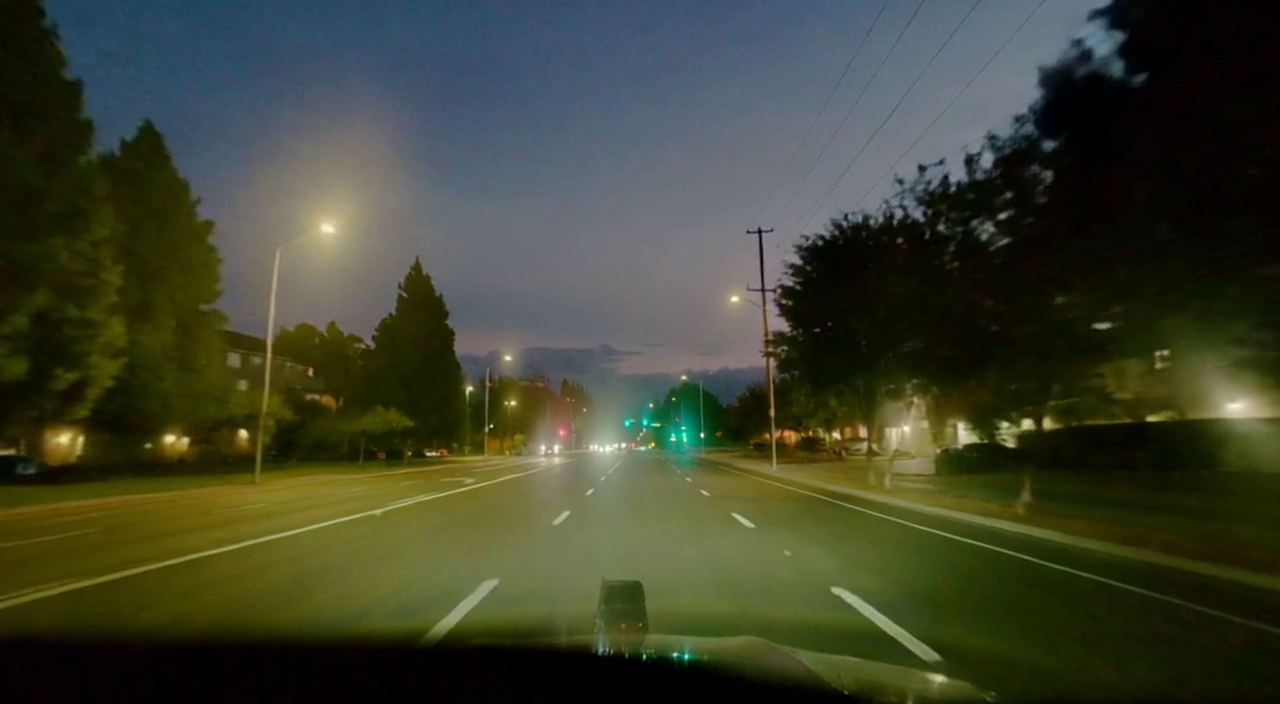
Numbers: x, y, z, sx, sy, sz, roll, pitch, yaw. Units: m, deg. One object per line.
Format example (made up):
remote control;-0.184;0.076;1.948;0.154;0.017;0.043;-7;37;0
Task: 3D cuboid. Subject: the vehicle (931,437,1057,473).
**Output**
vehicle;14.697;4.289;26.417;4.253;1.397;1.717;-3;-9;18
